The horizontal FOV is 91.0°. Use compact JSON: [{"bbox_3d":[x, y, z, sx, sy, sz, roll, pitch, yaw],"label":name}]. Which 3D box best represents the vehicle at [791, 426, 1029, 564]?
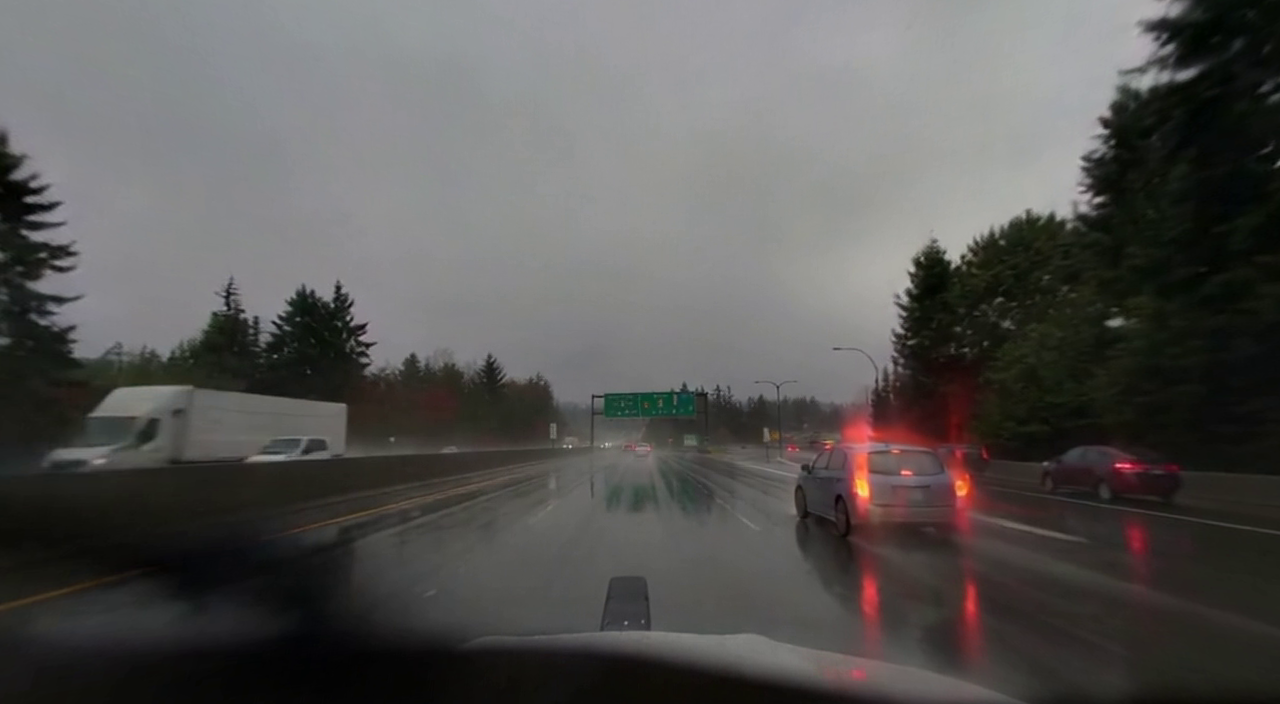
[{"bbox_3d":[3.662,1.970,9.456,1.909,1.599,3.943,0,-8,2],"label":"vehicle"}]

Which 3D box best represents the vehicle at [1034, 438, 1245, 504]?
[{"bbox_3d":[12.611,2.999,16.405,2.002,1.445,4.637,-1,-8,5],"label":"vehicle"}]

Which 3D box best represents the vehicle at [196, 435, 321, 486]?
[{"bbox_3d":[-15.344,4.347,25.686,2.058,1.871,4.726,0,-8,0],"label":"vehicle"}]

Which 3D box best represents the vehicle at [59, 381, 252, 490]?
[{"bbox_3d":[-19.447,3.449,25.875,2.999,3.957,5.931,0,-8,0],"label":"vehicle"}]
